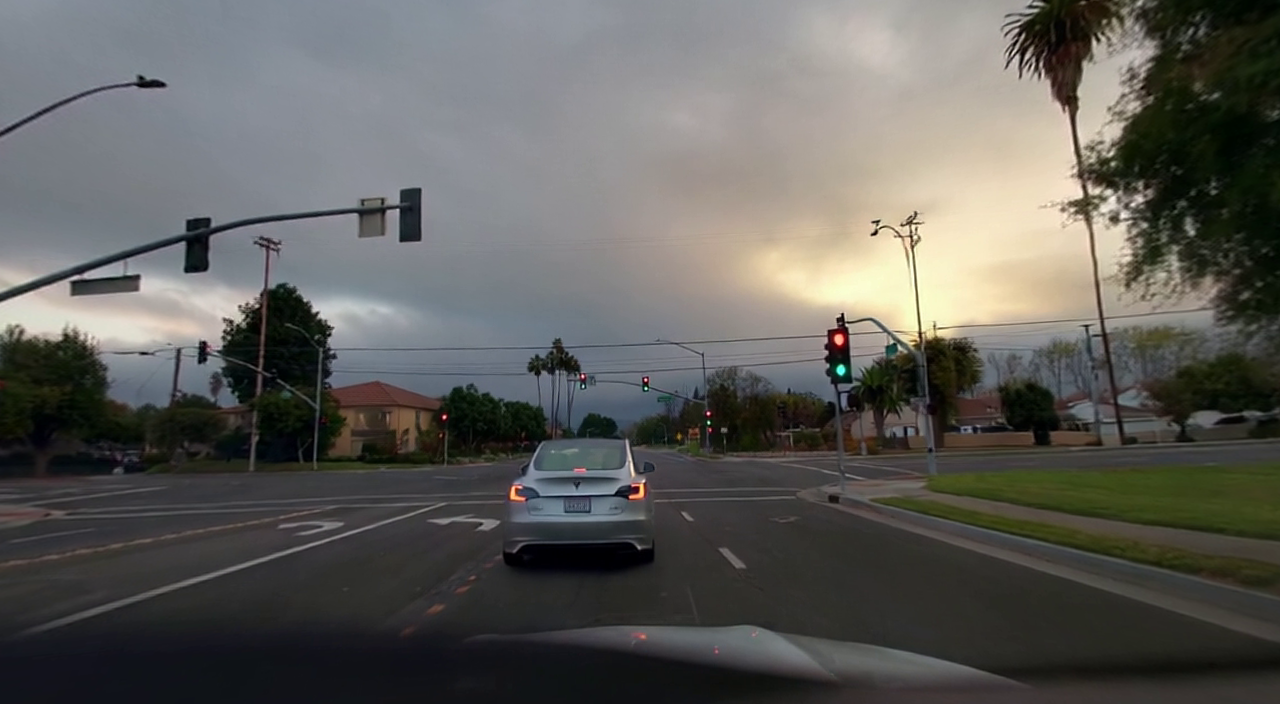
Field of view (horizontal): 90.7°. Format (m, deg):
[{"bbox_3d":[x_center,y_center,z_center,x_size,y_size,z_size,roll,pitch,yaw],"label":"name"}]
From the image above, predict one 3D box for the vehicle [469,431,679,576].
[{"bbox_3d":[-0.723,1.884,8.719,2.152,1.478,4.229,0,-8,-1],"label":"vehicle"}]
